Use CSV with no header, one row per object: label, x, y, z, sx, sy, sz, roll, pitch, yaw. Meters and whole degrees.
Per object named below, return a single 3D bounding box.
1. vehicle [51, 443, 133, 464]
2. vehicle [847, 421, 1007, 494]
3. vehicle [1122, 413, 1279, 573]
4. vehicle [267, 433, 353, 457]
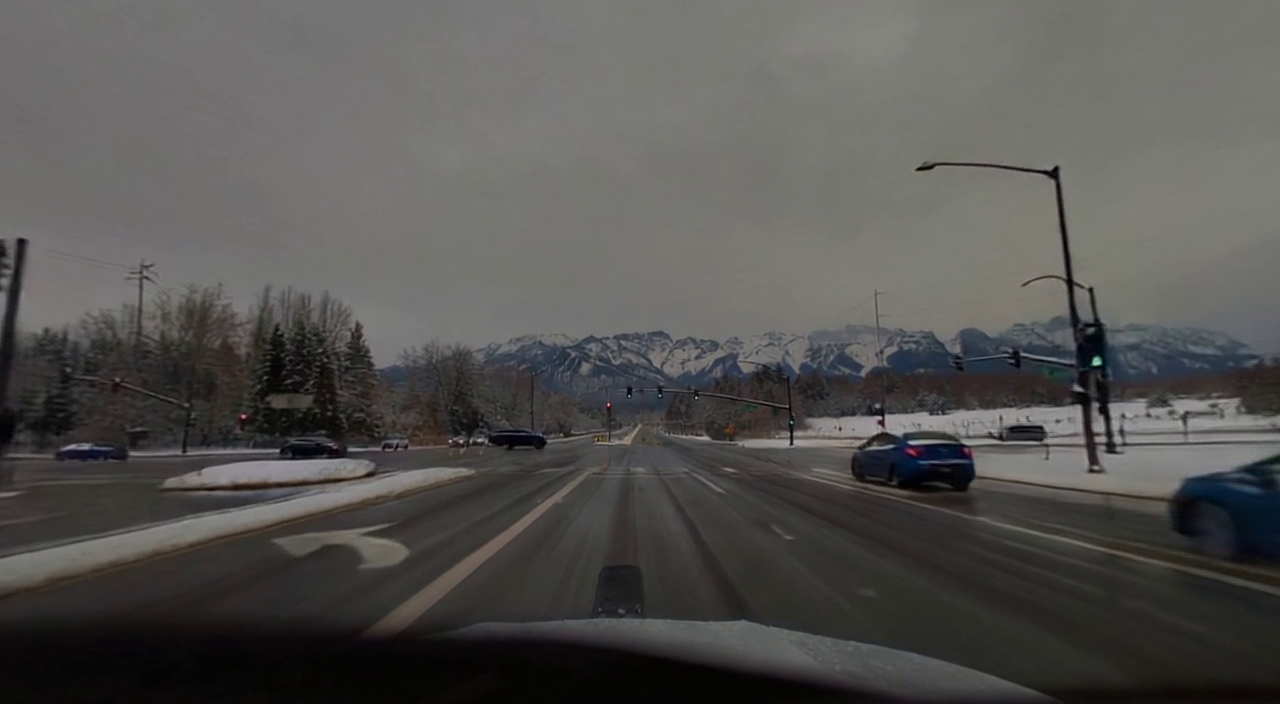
vehicle,-40.928,7.560,47.232,4.218,1.542,2.044,0,-8,0
vehicle,6.993,2.636,16.089,1.899,1.570,4.666,0,-8,0
vehicle,6.977,1.254,5.455,1.990,1.480,4.624,0,-8,0
vehicle,-25.065,7.084,48.110,5.228,1.805,2.246,1,-8,-6
